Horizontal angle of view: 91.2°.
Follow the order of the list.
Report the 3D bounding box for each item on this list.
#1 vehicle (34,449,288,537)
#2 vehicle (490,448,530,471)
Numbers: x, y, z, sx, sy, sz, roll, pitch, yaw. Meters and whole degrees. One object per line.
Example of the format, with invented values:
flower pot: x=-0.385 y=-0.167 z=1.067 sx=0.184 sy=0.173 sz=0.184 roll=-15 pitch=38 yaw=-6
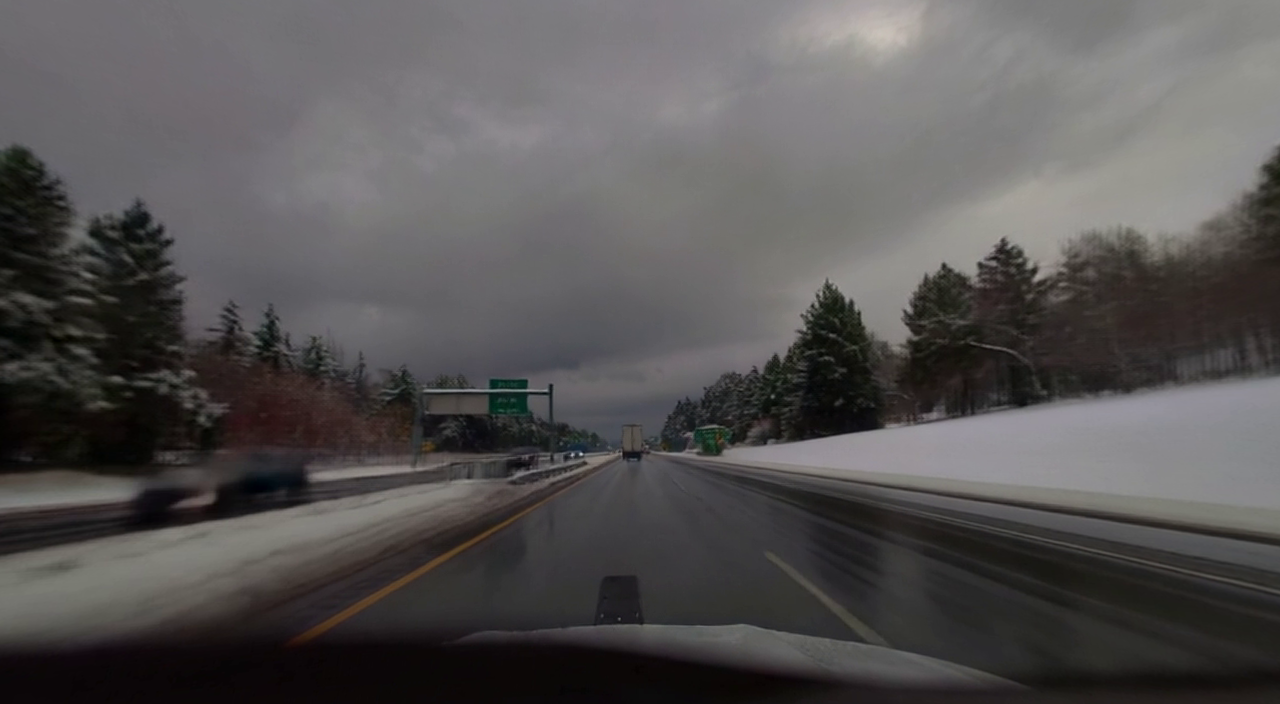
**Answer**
vehicle: x=-9.644 y=2.816 z=13.221 sx=1.868 sy=1.511 sz=4.410 roll=0 pitch=-9 yaw=0
vehicle: x=-9.683 y=8.013 z=47.043 sx=2.016 sy=1.620 sz=4.735 roll=0 pitch=-9 yaw=0
